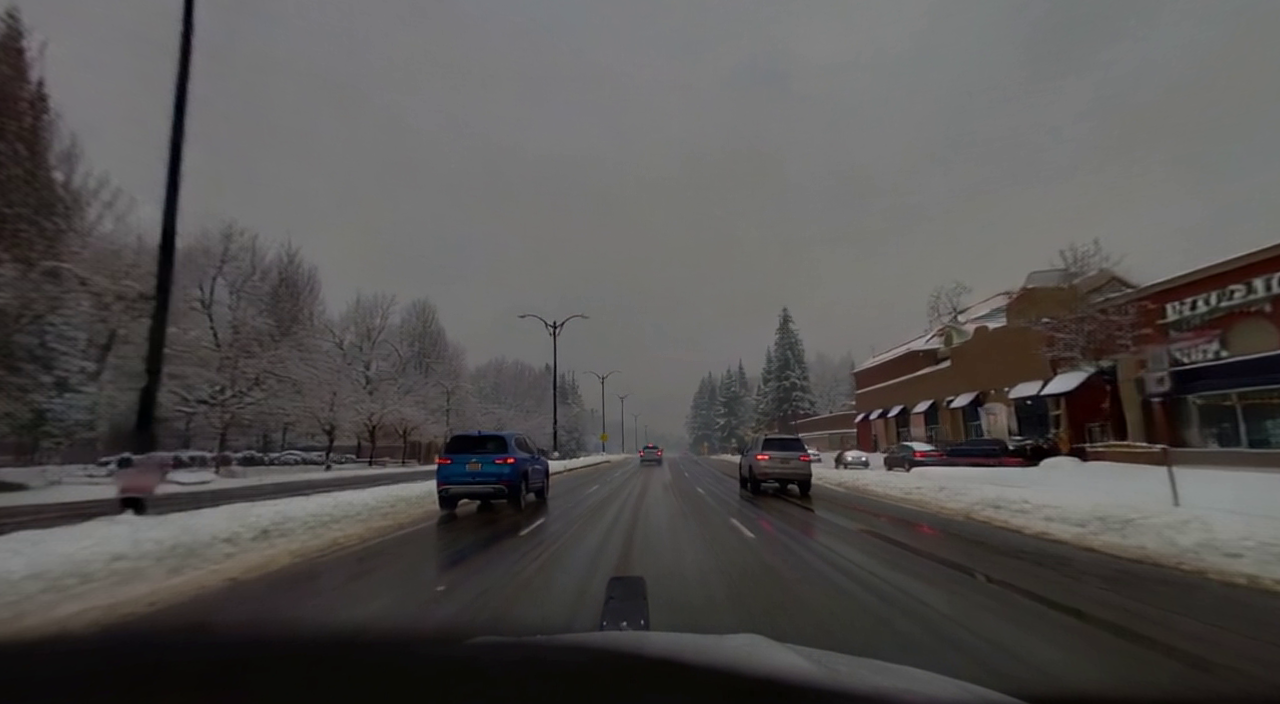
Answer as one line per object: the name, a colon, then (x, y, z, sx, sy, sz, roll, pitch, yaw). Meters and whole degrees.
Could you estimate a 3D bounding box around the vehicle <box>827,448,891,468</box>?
vehicle: (16.587, 8.033, 47.741, 4.133, 1.475, 1.833, 2, -9, -11)

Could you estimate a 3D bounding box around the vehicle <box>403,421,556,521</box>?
vehicle: (-3.233, 2.509, 13.800, 2.047, 1.810, 4.414, 0, -8, 2)

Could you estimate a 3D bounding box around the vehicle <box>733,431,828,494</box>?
vehicle: (4.321, 3.477, 20.192, 2.083, 1.779, 4.347, 0, -8, 1)

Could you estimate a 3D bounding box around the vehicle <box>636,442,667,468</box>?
vehicle: (0.807, 7.108, 43.785, 2.067, 1.702, 3.987, 0, -8, 2)
